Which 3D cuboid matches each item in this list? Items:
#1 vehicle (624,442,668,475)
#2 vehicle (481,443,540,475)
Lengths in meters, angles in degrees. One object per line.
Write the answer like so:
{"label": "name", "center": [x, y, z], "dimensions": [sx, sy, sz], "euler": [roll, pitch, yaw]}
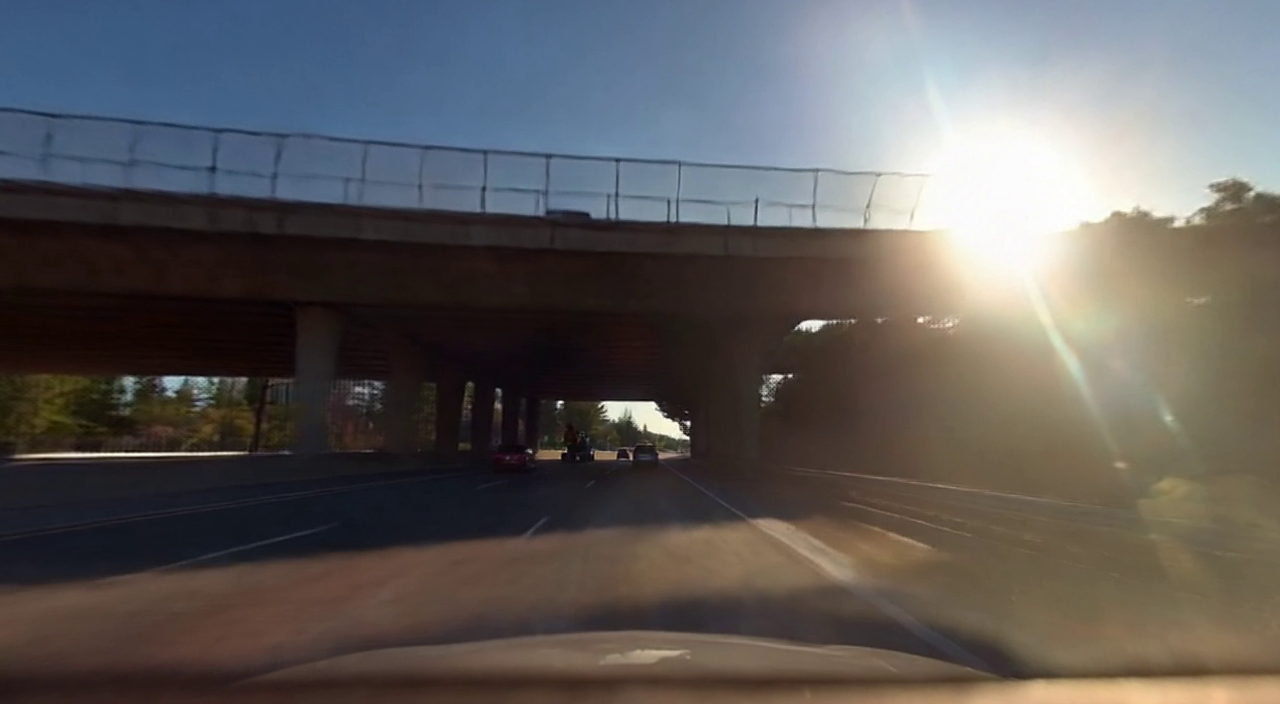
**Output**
{"label": "vehicle", "center": [0.326, 5.915, 35.229], "dimensions": [2.336, 1.722, 4.212], "euler": [0, -8, 1]}
{"label": "vehicle", "center": [-6.955, 5.783, 34.370], "dimensions": [2.115, 1.644, 4.513], "euler": [0, -8, 2]}
